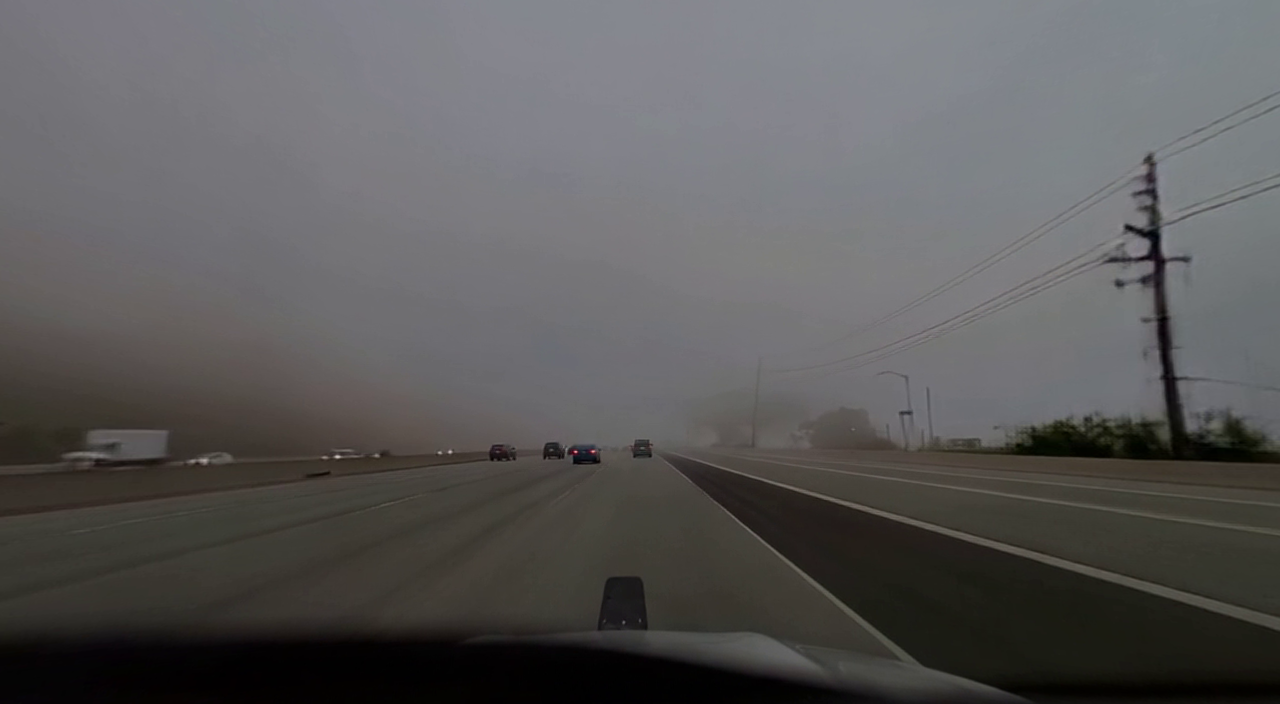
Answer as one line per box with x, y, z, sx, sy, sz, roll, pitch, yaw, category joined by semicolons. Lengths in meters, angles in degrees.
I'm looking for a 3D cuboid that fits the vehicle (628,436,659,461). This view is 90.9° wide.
0.213;7.230;47.305;2.194;1.737;4.127;0;-8;-1;vehicle

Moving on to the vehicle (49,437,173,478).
-35.823;7.135;43.080;2.859;2.588;6.379;0;-8;1;vehicle

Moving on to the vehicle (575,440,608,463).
-3.411;7.167;45.492;1.967;1.517;4.808;0;-8;0;vehicle
